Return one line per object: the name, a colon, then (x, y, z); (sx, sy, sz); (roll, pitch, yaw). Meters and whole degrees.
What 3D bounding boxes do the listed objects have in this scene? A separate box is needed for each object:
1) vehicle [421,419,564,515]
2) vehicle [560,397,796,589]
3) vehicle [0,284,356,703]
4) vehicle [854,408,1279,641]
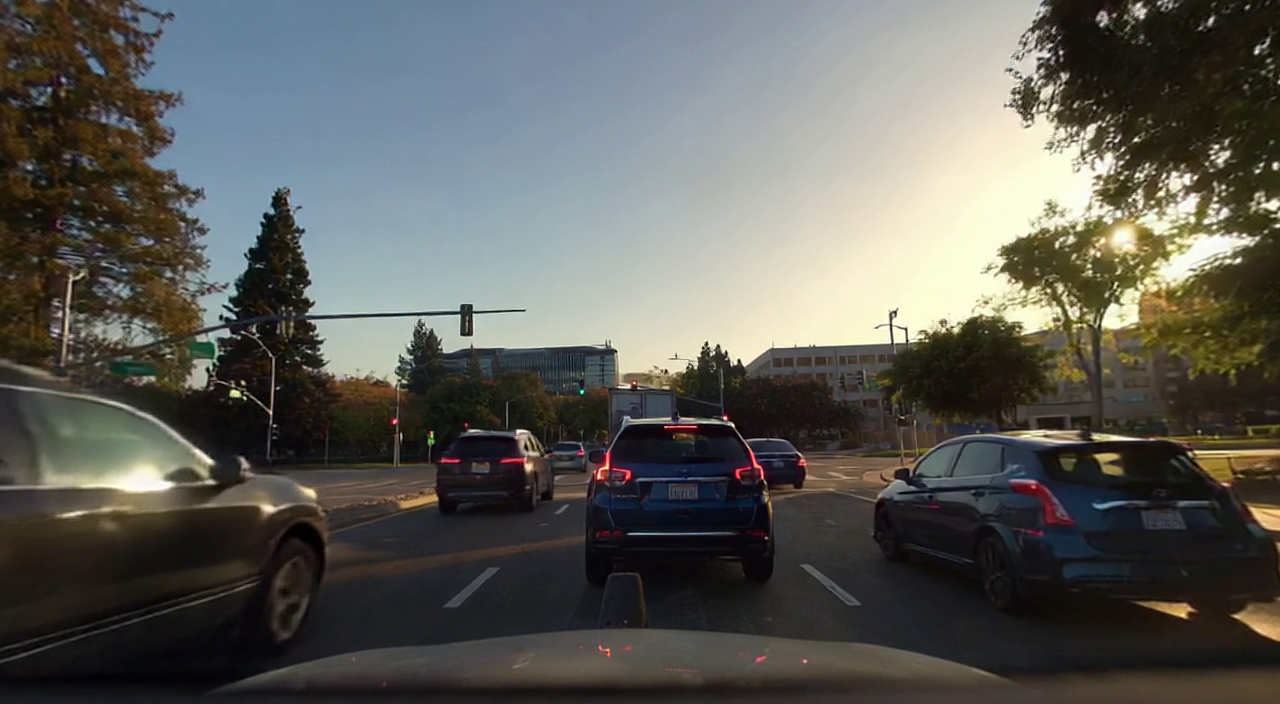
vehicle: (-3.113, 2.575, 14.582); (2.054, 1.814, 4.941); (0, -8, 1)
vehicle: (0.375, 1.626, 8.074); (2.172, 1.764, 4.338); (0, -8, 1)
vehicle: (-3.212, 0.717, 2.173); (2.209, 1.828, 4.847); (0, -8, 0)
vehicle: (3.913, 1.490, 6.438); (1.954, 1.592, 3.992); (0, -8, -1)
